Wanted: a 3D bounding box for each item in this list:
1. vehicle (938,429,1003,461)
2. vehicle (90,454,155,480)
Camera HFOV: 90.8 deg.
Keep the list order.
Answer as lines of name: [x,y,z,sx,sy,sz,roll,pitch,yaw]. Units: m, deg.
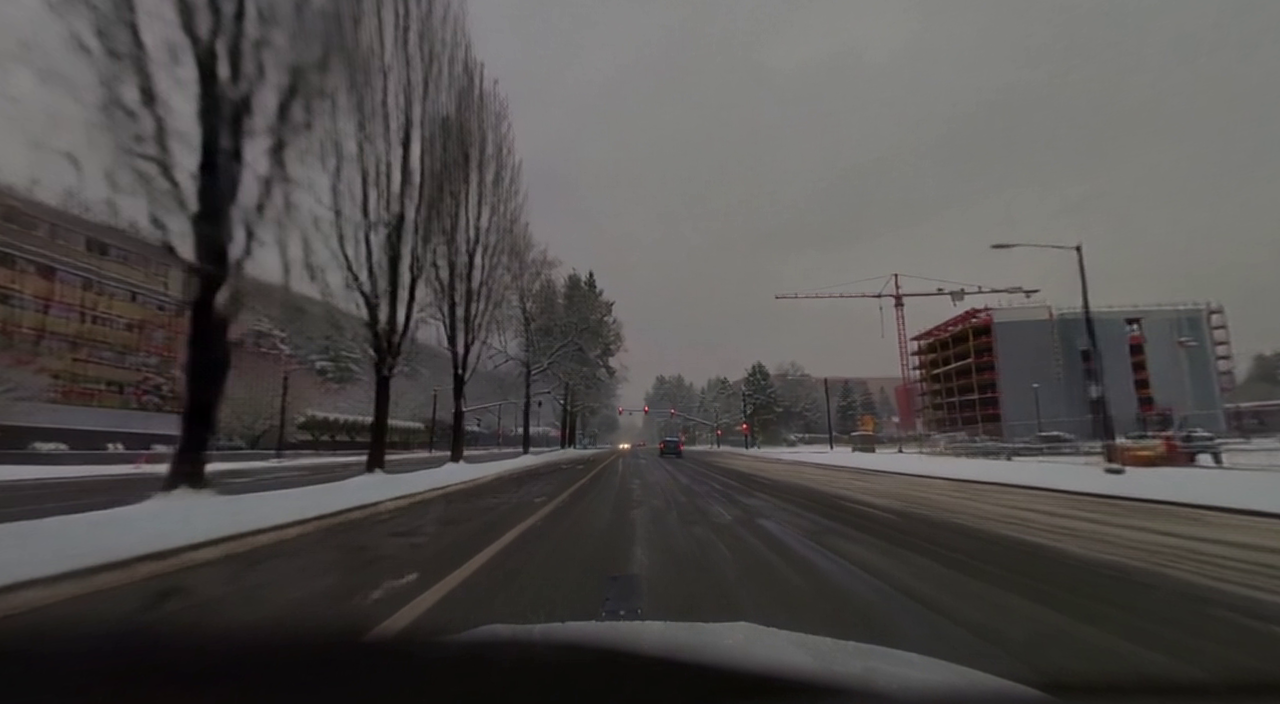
vehicle: [20.499,5.760,39.481,2.222,1.742,5.231,0,-7,12]
vehicle: [-30.414,6.725,37.088,4.351,1.413,1.878,-7,-11,38]
